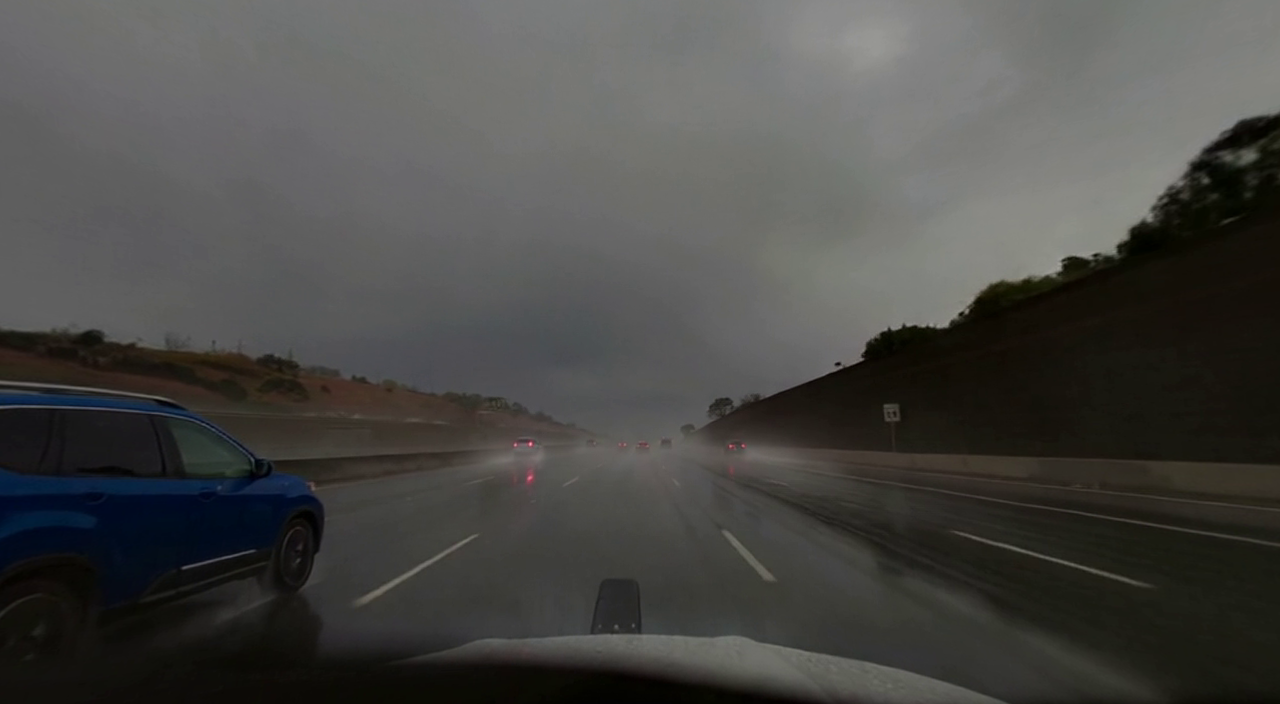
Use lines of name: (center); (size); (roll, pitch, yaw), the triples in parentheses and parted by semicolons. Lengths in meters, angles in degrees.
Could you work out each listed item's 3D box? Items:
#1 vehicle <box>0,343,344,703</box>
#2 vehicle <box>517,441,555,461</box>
vehicle: (-3.754, 0.937, 3.404); (2.047, 1.715, 4.689); (0, -9, 0)
vehicle: (-7.866, 7.538, 48.180); (2.054, 1.474, 4.450); (0, -9, 1)
